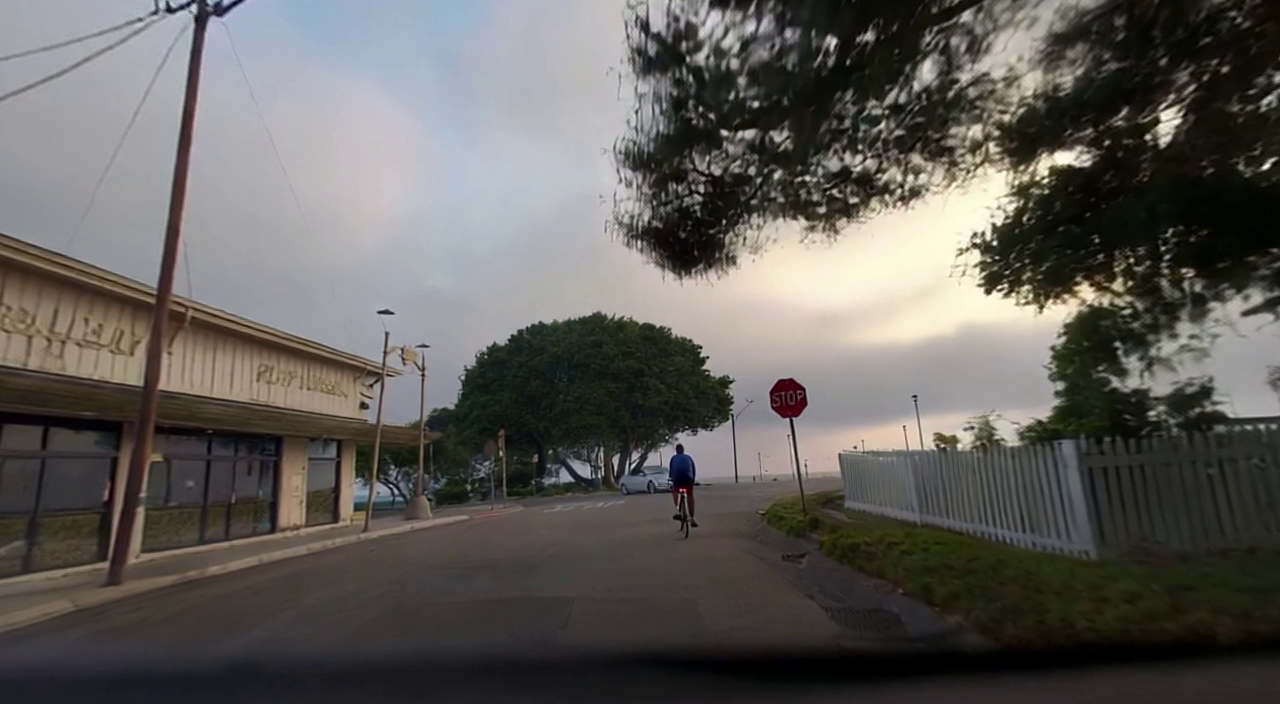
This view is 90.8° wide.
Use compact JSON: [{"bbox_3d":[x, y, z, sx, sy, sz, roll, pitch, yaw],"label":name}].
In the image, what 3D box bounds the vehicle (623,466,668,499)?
[{"bbox_3d":[0.199,7.192,35.188,2.112,1.479,5.323,0,-8,-4],"label":"vehicle"}]
